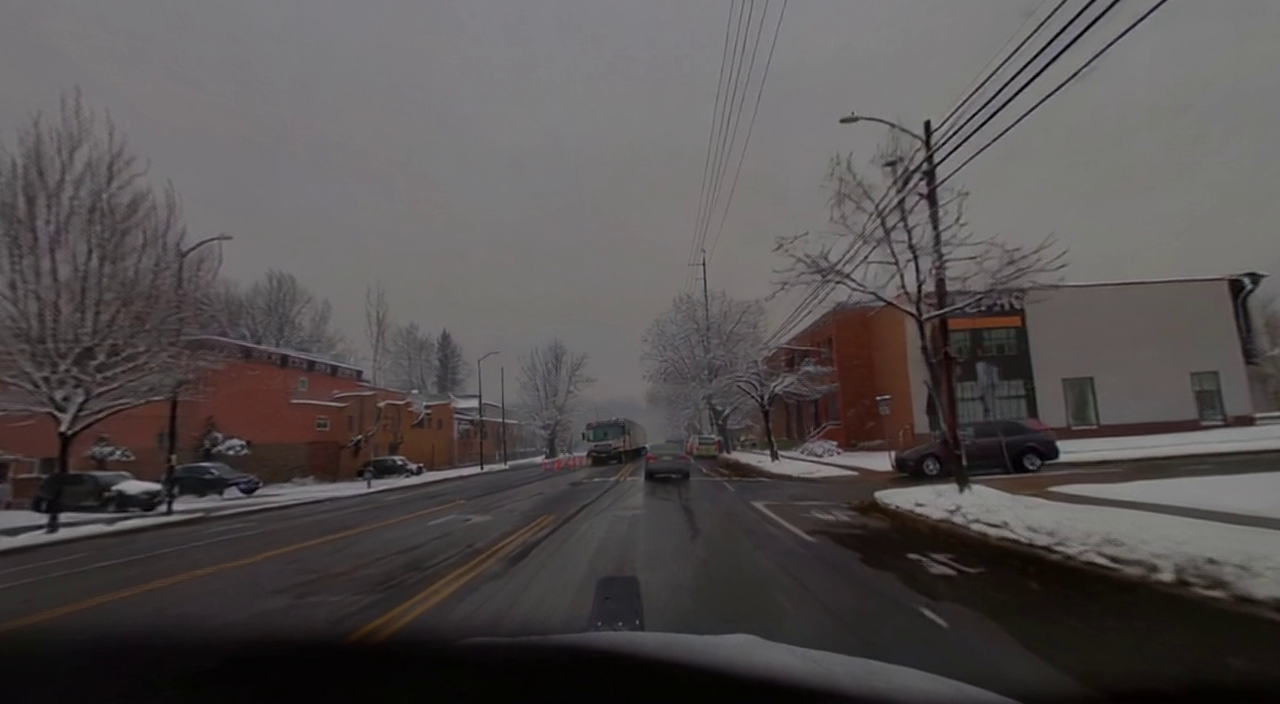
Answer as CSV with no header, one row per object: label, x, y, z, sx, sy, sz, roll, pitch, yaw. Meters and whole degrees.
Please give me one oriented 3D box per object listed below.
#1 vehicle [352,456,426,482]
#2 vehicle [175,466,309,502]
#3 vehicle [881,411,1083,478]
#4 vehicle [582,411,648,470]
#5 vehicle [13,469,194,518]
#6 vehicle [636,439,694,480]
vehicle,-17.777,8.261,44.773,4.397,1.698,1.932,-1,-8,7
vehicle,-18.574,6.146,29.637,4.952,1.510,2.115,-1,-8,5
vehicle,10.342,2.842,19.463,4.859,1.914,2.333,0,-8,-1
vehicle,-1.304,5.813,41.368,2.977,3.271,12.748,-1,-8,4
vehicle,-19.526,5.152,23.178,4.696,1.513,2.243,-1,-8,3
vehicle,1.004,4.362,25.948,2.159,1.506,4.086,0,-8,2
